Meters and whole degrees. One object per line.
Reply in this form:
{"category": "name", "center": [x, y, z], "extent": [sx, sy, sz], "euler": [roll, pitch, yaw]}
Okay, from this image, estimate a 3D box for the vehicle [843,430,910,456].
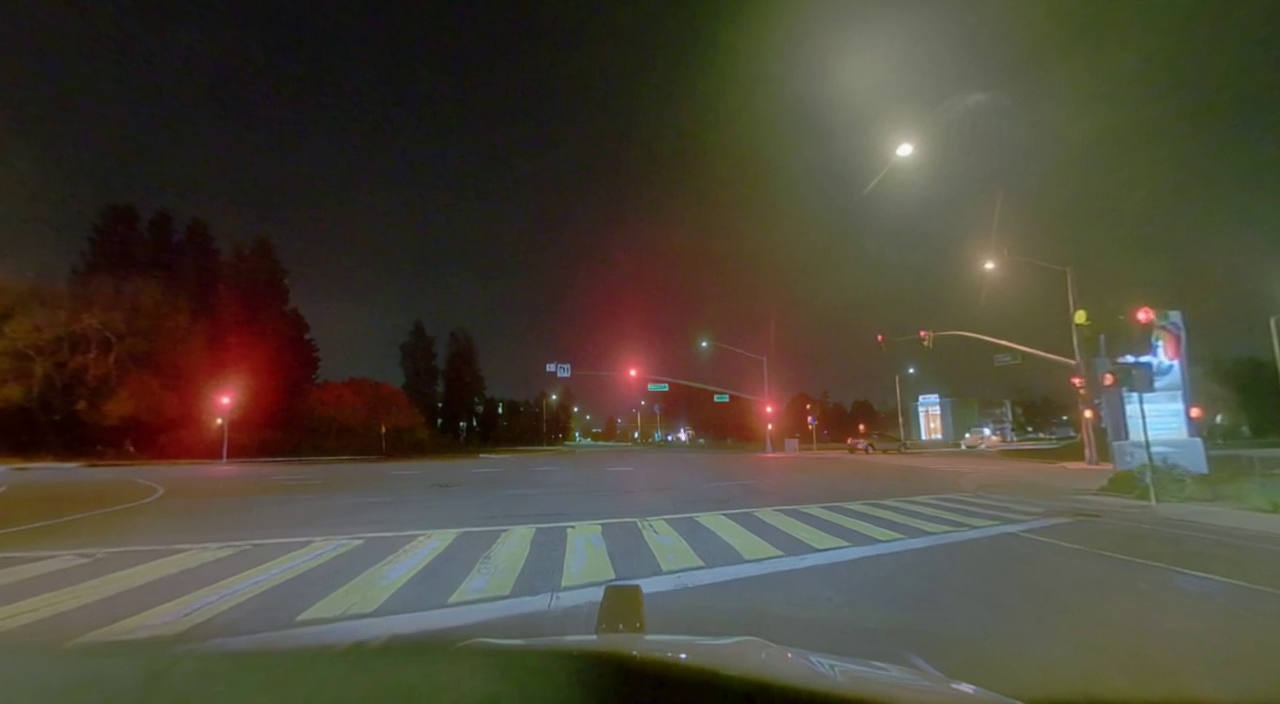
{"category": "vehicle", "center": [17.672, 6.791, 47.141], "extent": [4.600, 1.783, 1.970], "euler": [4, -10, -26]}
